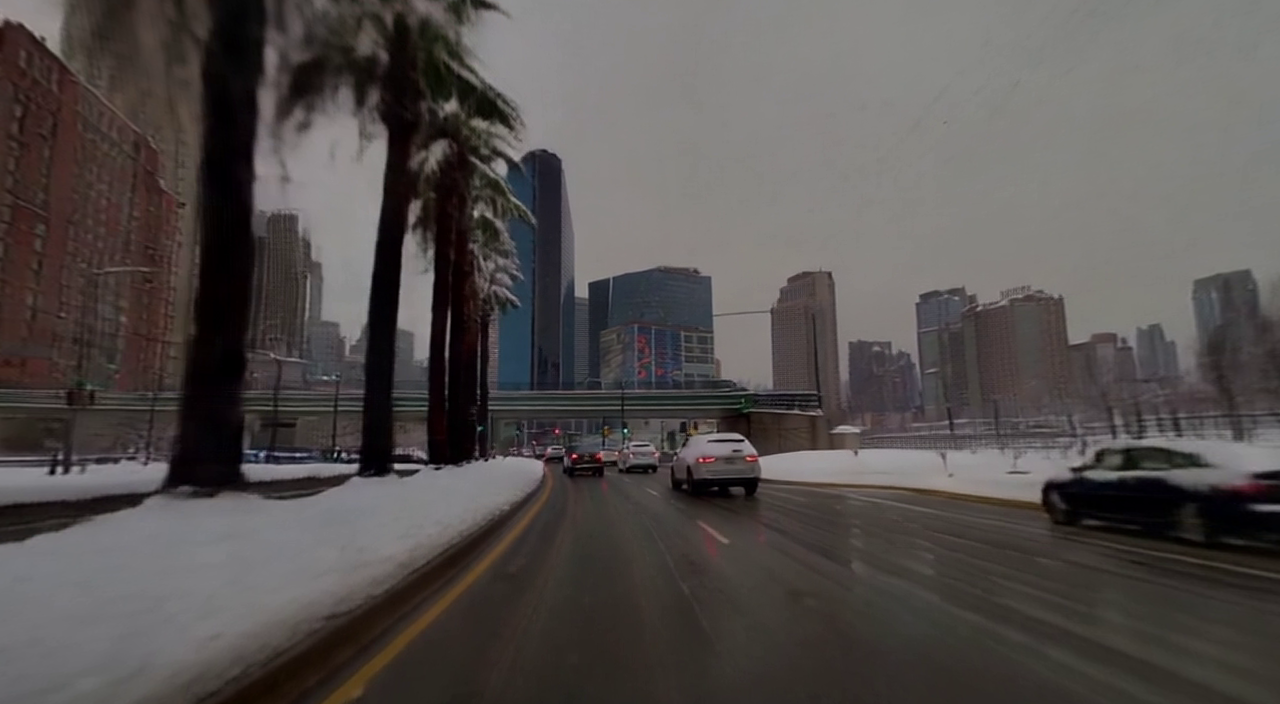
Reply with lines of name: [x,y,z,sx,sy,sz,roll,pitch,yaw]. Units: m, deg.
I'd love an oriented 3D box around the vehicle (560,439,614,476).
vehicle: [-2.648,5.041,30.458,2.332,1.625,4.933,1,-9,-8]

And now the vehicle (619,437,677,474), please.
vehicle: [0.308,5.317,32.656,2.214,1.711,4.474,1,-9,-9]

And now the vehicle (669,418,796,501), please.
vehicle: [2.364,2.984,17.876,2.407,1.991,5.130,0,-9,-5]

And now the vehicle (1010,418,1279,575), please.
vehicle: [7.434,1.825,8.777,1.914,1.596,4.494,0,-9,1]
